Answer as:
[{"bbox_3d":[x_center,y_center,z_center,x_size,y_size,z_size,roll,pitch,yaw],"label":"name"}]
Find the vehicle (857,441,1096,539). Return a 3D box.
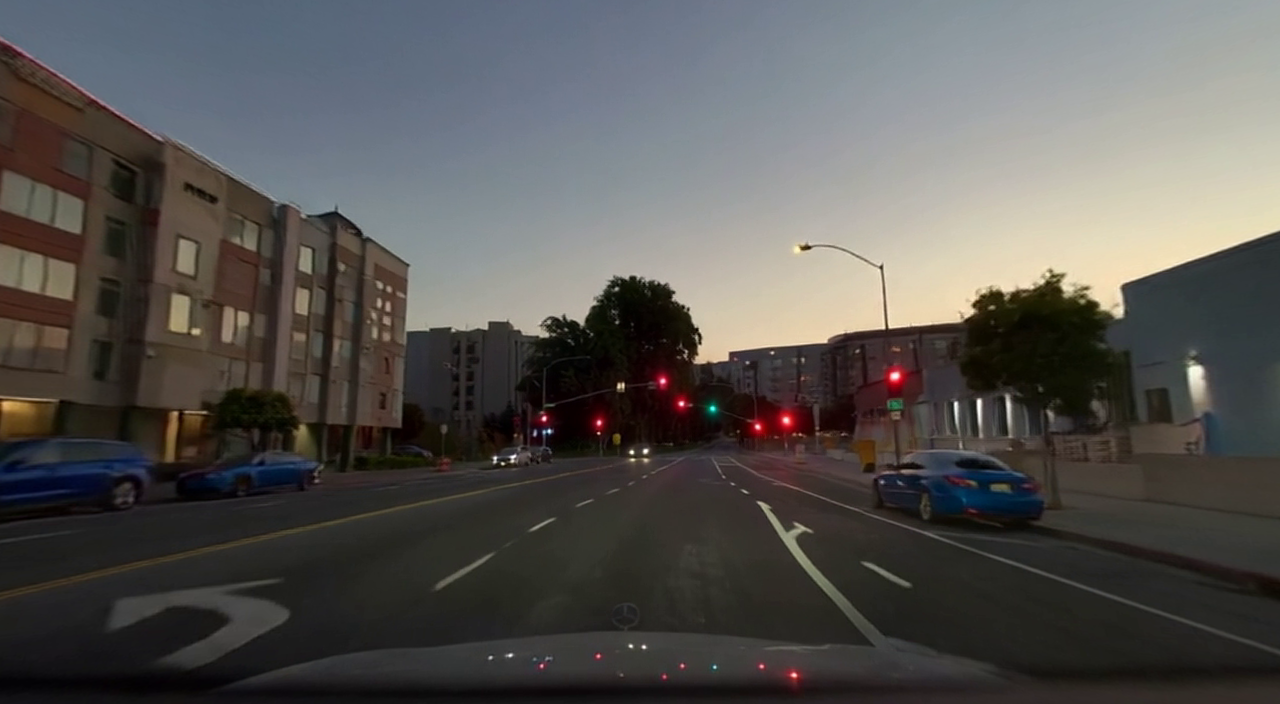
[{"bbox_3d":[6.082,2.517,12.419,2.010,1.473,5.353,0,-9,3],"label":"vehicle"}]

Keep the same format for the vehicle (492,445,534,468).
[{"bbox_3d":[-8.818,7.308,44.212,1.868,1.520,3.796,-1,-9,5],"label":"vehicle"}]

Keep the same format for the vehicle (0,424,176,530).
[{"bbox_3d":[-12.398,2.476,12.906,2.083,1.882,4.642,0,-9,3],"label":"vehicle"}]

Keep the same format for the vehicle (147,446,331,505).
[{"bbox_3d":[-11.682,3.588,18.940,1.894,1.493,4.902,-1,-9,6],"label":"vehicle"}]
